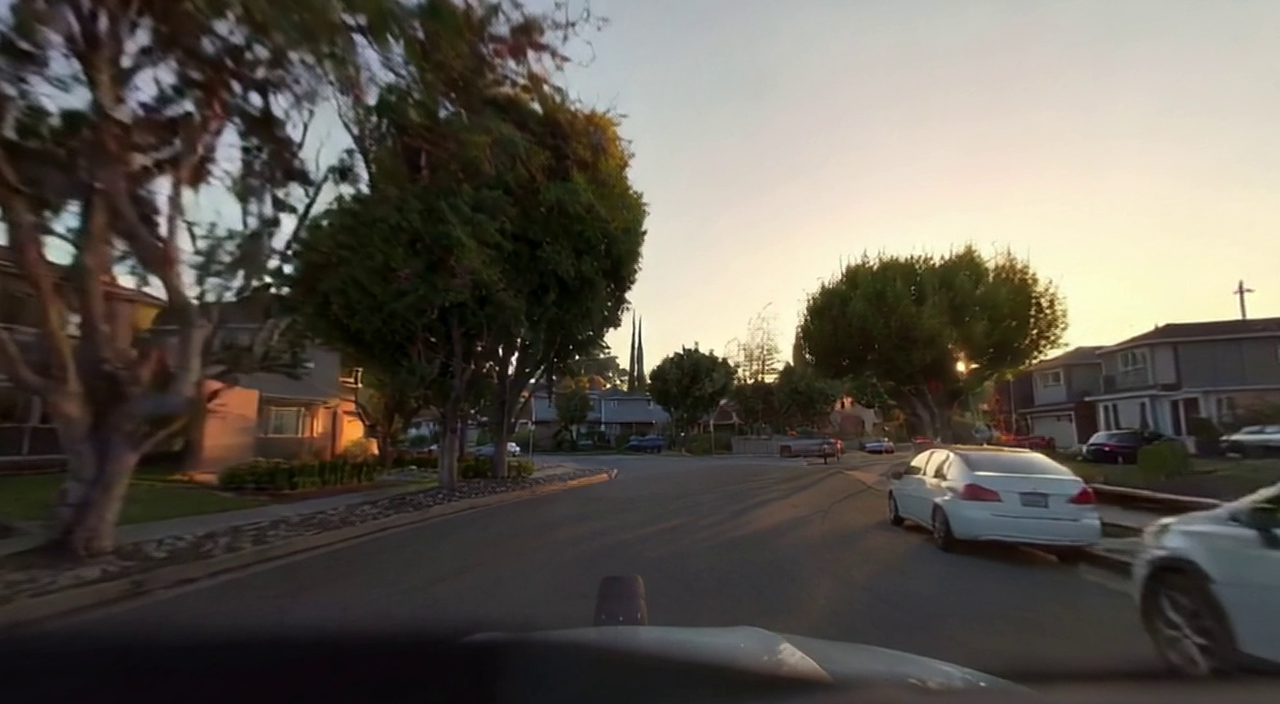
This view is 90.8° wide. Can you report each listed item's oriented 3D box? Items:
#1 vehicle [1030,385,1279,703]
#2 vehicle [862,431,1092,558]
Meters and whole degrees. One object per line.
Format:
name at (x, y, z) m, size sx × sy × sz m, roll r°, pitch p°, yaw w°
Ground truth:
vehicle at (3.918, 0.930, 2.494) m, size 2.075 × 1.657 × 4.648 m, roll -1°, pitch -9°, yaw 5°
vehicle at (4.909, 2.102, 9.994) m, size 2.026 × 1.458 × 4.225 m, roll 1°, pitch -9°, yaw 11°
